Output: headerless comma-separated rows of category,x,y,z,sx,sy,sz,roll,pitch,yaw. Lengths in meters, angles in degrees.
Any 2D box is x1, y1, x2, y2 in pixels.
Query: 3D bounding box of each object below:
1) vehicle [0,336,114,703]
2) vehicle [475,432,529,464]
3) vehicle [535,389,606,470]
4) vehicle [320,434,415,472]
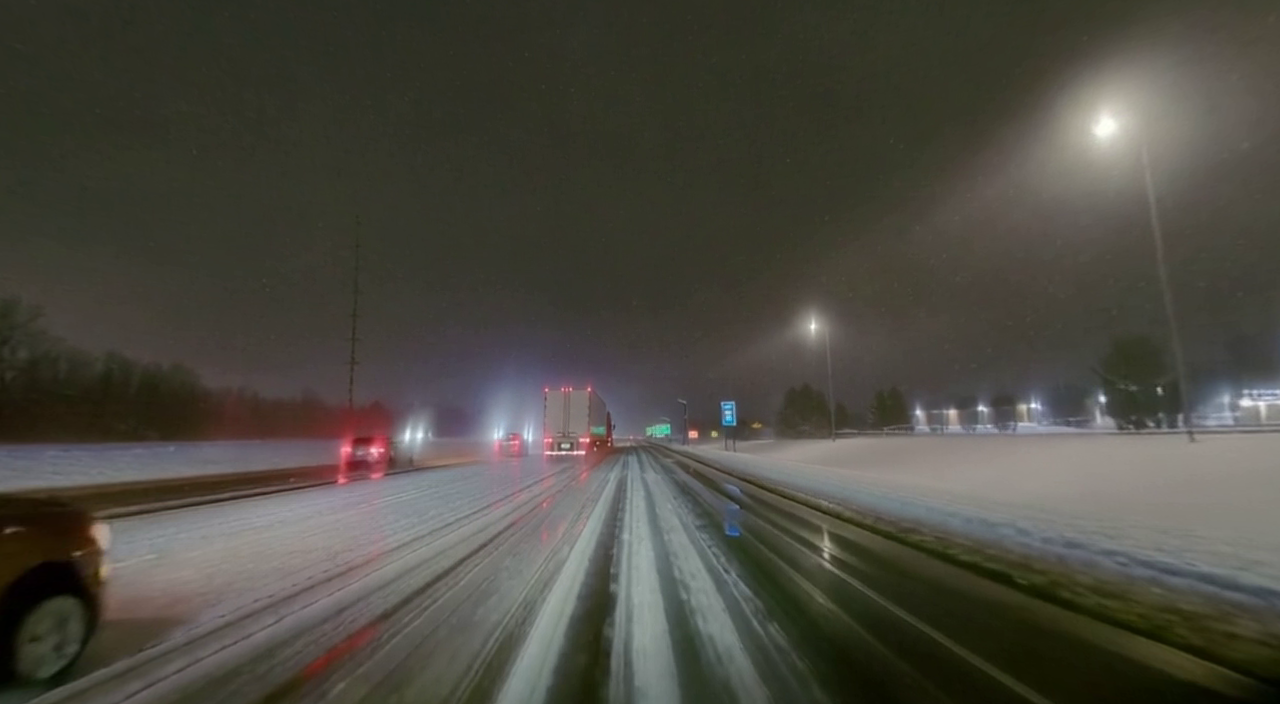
vehicle,-3.709,0.528,0.925,2.091,1.637,4.346,0,-8,0
vehicle,-7.844,5.472,36.121,2.075,1.691,4.431,0,-8,0
vehicle,-3.813,4.722,37.582,3.002,3.987,12.477,1,-8,-1
vehicle,-11.416,4.215,26.712,1.959,1.460,4.661,0,-8,0
